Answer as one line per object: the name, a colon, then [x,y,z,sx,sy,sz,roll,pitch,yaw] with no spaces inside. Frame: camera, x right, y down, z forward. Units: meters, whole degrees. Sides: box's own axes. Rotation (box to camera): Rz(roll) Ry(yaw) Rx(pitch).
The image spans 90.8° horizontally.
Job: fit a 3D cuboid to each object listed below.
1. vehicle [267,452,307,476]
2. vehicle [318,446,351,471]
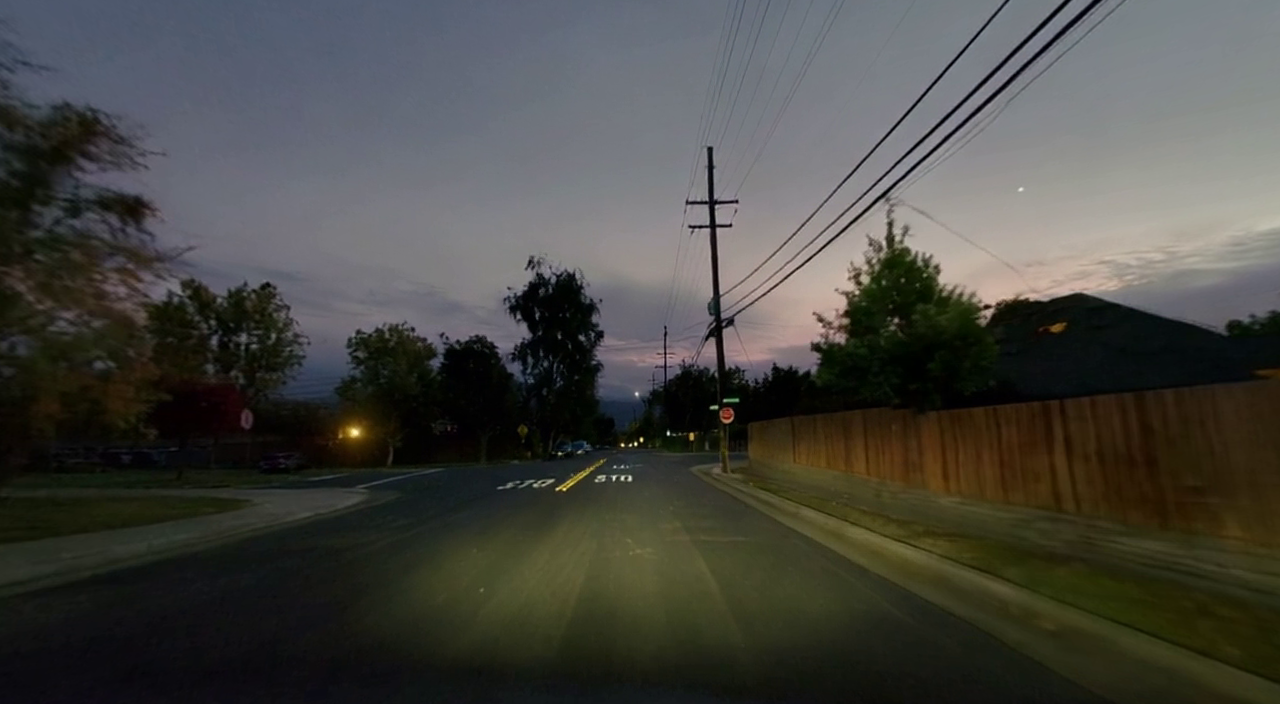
vehicle: [-24.272,7.650,43.582,1.955,1.448,4.542,3,-9,-24]
vehicle: [-23.932,8.310,49.602,2.083,1.802,4.455,4,-9,-24]
